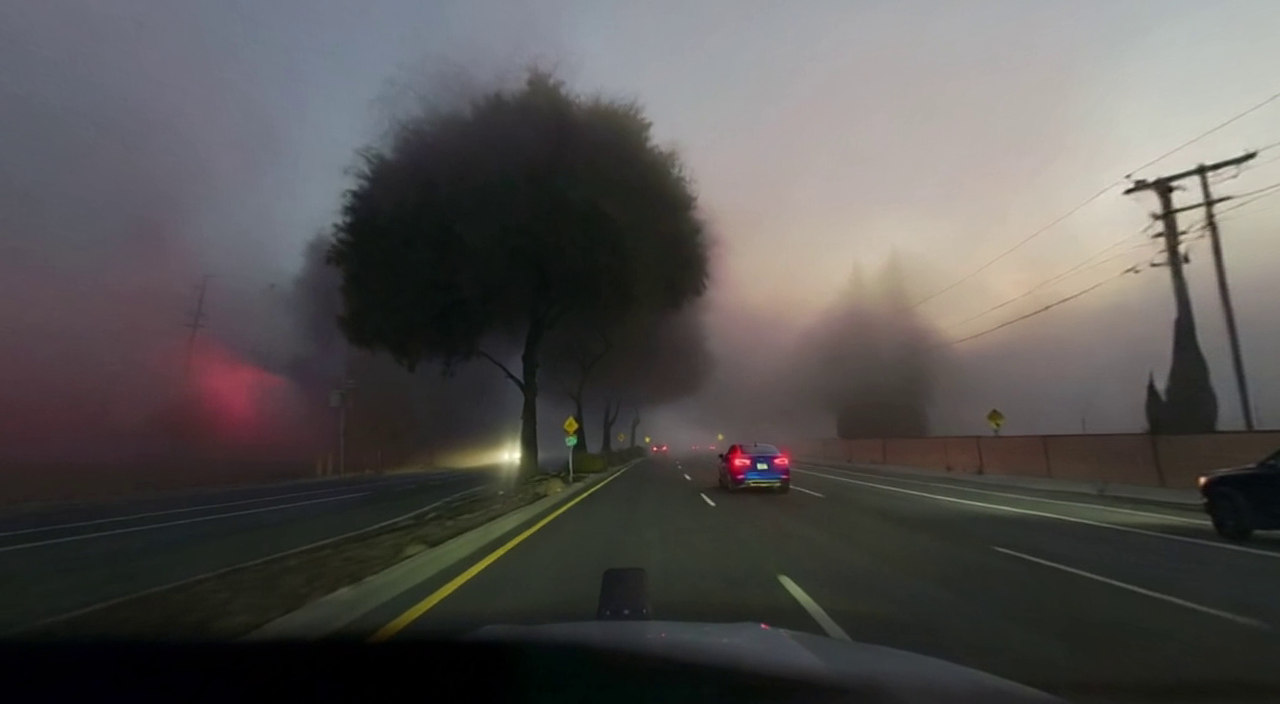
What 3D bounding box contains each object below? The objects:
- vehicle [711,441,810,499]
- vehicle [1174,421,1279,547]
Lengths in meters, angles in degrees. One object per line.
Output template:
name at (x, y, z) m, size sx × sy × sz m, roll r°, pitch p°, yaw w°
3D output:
vehicle at (3.358, 3.364, 18.400) m, size 2.063 × 1.481 × 4.247 m, roll 0°, pitch -8°, yaw 0°
vehicle at (9.751, 1.725, 8.040) m, size 1.978 × 1.700 × 4.461 m, roll 0°, pitch -8°, yaw 1°
